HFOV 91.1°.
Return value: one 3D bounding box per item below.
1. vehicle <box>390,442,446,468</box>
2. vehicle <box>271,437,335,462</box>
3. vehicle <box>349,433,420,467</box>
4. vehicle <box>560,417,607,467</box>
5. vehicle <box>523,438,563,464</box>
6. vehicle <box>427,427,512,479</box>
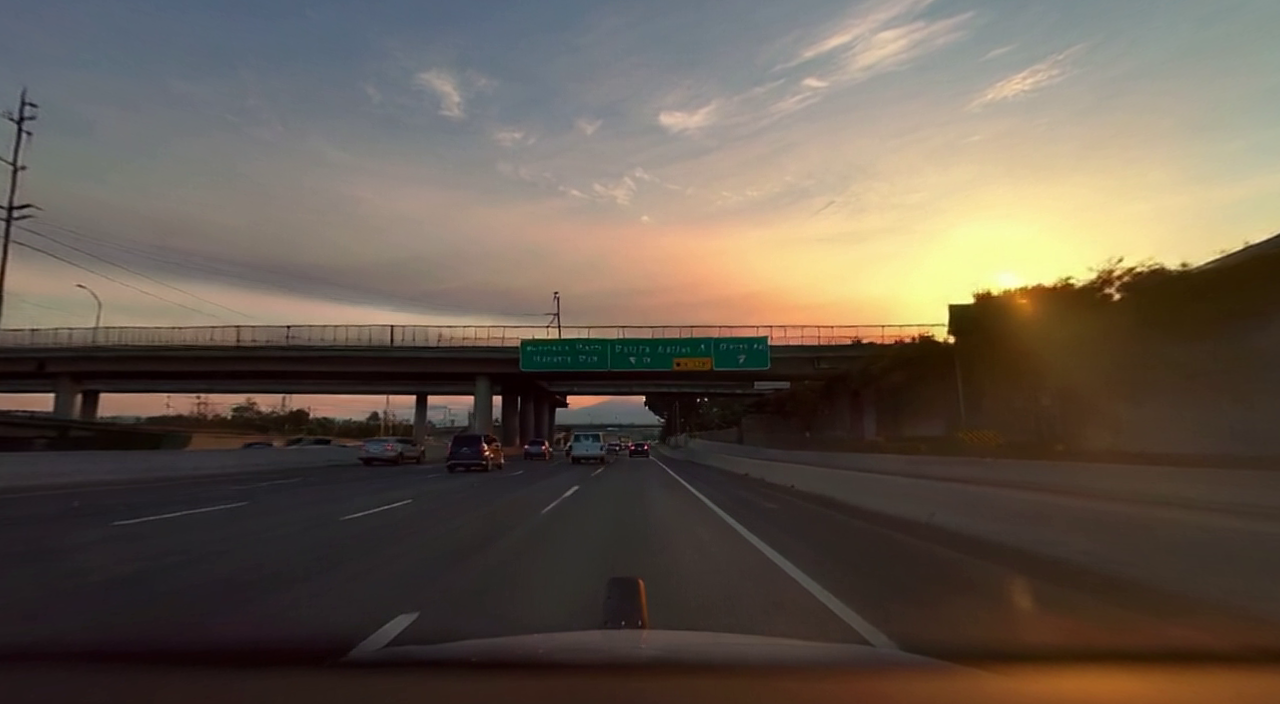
[{"bbox_3d":[-13.583,6.297,38.643,1.899,1.485,4.368,0,-9,0],"label":"vehicle"},{"bbox_3d":[-22.522,6.543,42.167,1.859,1.541,4.331,0,-9,0],"label":"vehicle"},{"bbox_3d":[-17.175,6.616,42.572,2.258,2.139,5.495,0,-9,2],"label":"vehicle"},{"bbox_3d":[-3.382,5.655,39.169,2.301,2.843,6.458,0,-9,0],"label":"vehicle"},{"bbox_3d":[-6.991,7.171,45.608,2.109,1.784,4.709,0,-9,0],"label":"vehicle"},{"bbox_3d":[-6.985,4.209,26.280,2.179,1.948,4.618,0,-9,1],"label":"vehicle"}]
